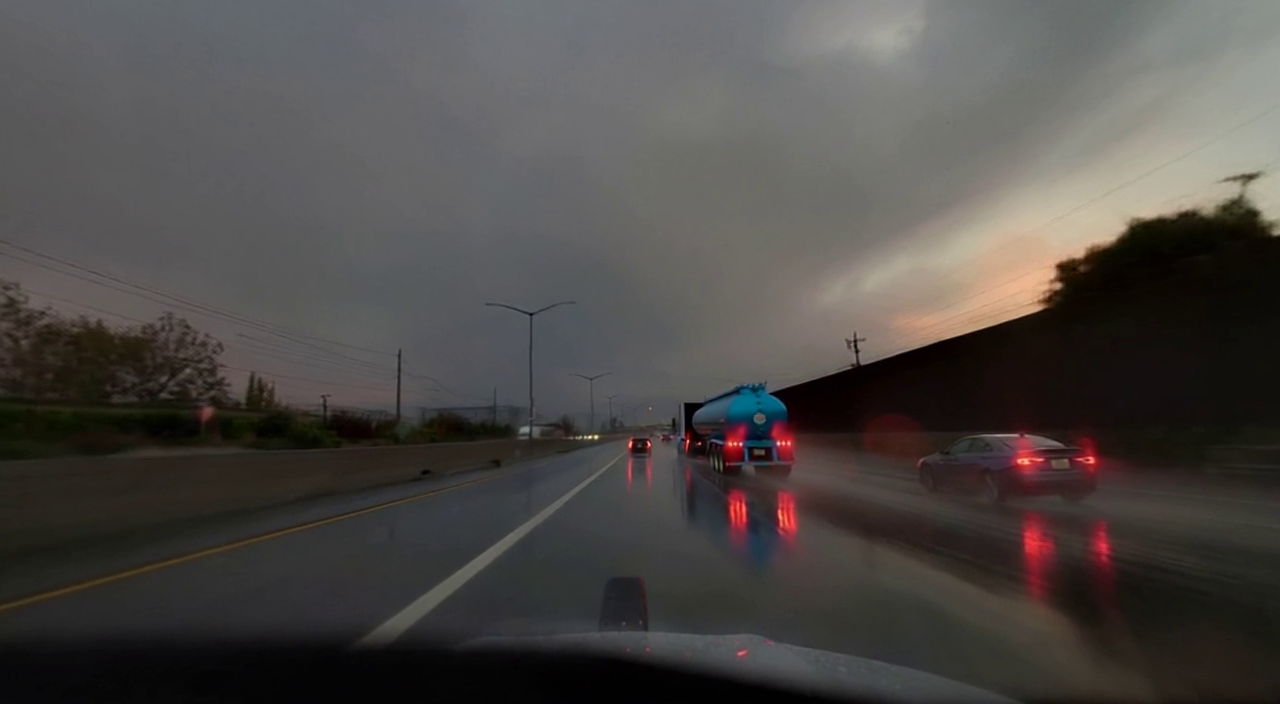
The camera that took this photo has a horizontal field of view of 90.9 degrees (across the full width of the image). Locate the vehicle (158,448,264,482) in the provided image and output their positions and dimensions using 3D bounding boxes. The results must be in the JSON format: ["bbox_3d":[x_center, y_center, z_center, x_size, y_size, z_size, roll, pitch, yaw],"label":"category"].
[{"bbox_3d":[-21.076,5.536,31.271,1.866,1.490,4.776,0,-8,1],"label":"vehicle"}]

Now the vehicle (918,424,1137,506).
[{"bbox_3d":[8.157,2.417,13.938,1.905,1.480,4.624,0,-8,0],"label":"vehicle"}]

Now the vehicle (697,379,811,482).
[{"bbox_3d":[3.900,3.005,23.612,2.791,3.179,8.074,0,-8,0],"label":"vehicle"}]

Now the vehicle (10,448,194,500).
[{"bbox_3d":[-17.564,3.953,21.006,1.932,1.493,4.728,0,-8,1],"label":"vehicle"}]
